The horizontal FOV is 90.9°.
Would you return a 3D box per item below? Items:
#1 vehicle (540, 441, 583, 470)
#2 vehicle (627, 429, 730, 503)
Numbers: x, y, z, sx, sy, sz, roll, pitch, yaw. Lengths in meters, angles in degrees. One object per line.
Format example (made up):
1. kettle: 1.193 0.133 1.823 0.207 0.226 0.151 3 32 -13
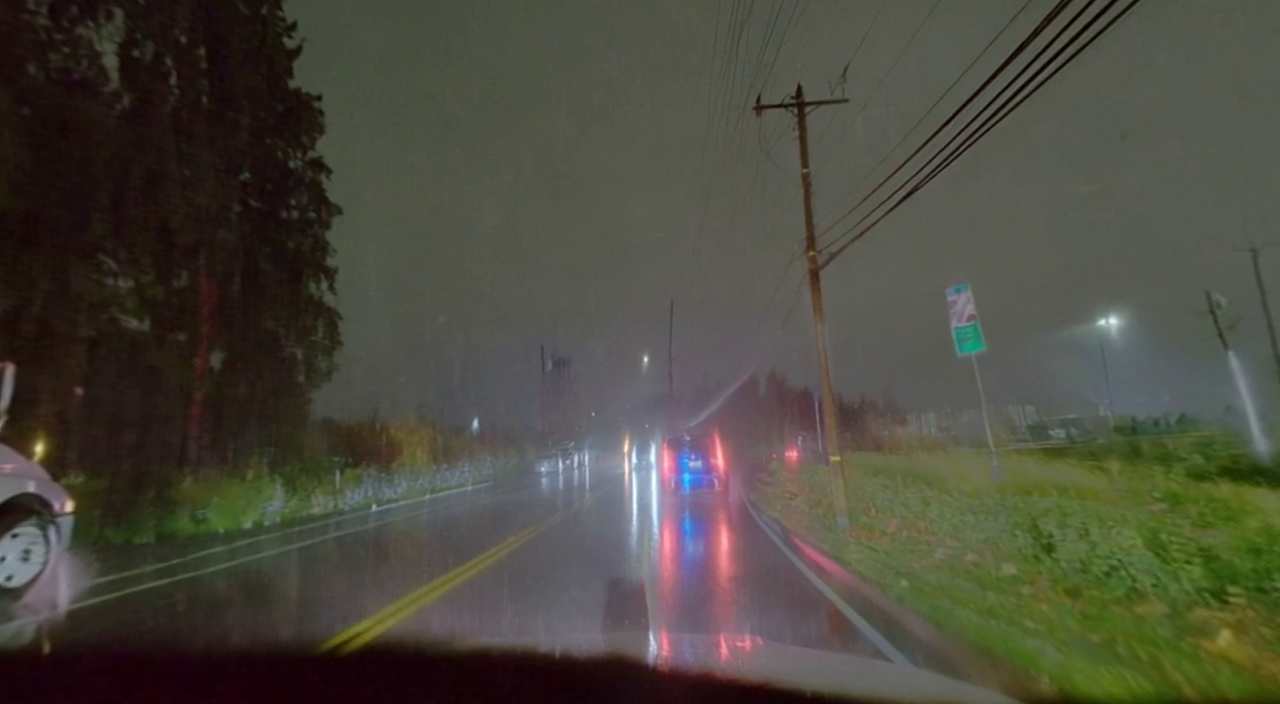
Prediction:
1. vehicle: -5.874 7.599 46.502 2.668 1.981 5.575 2 -9 -12
2. vehicle: 0.859 2.617 14.818 2.081 1.503 3.726 0 -8 2
